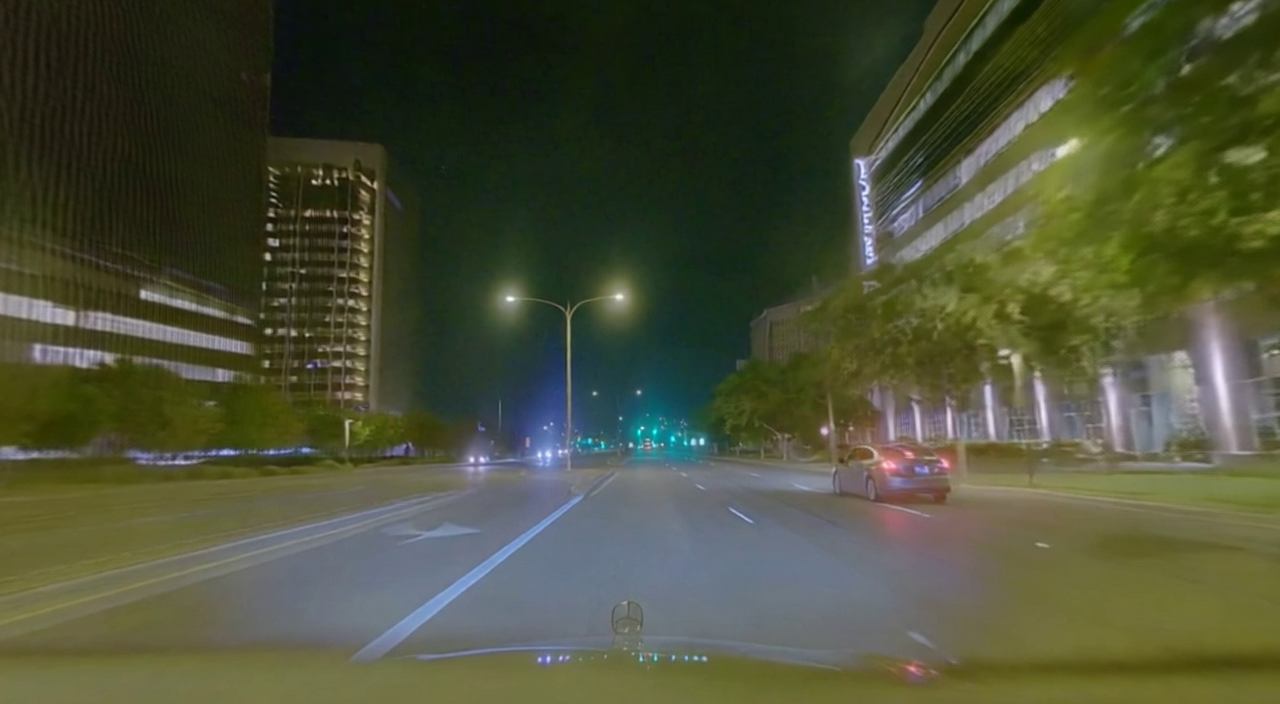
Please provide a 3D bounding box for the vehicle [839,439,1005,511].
[{"bbox_3d":[6.771,2.968,15.861,1.913,1.504,4.738,0,-8,-1],"label":"vehicle"}]
